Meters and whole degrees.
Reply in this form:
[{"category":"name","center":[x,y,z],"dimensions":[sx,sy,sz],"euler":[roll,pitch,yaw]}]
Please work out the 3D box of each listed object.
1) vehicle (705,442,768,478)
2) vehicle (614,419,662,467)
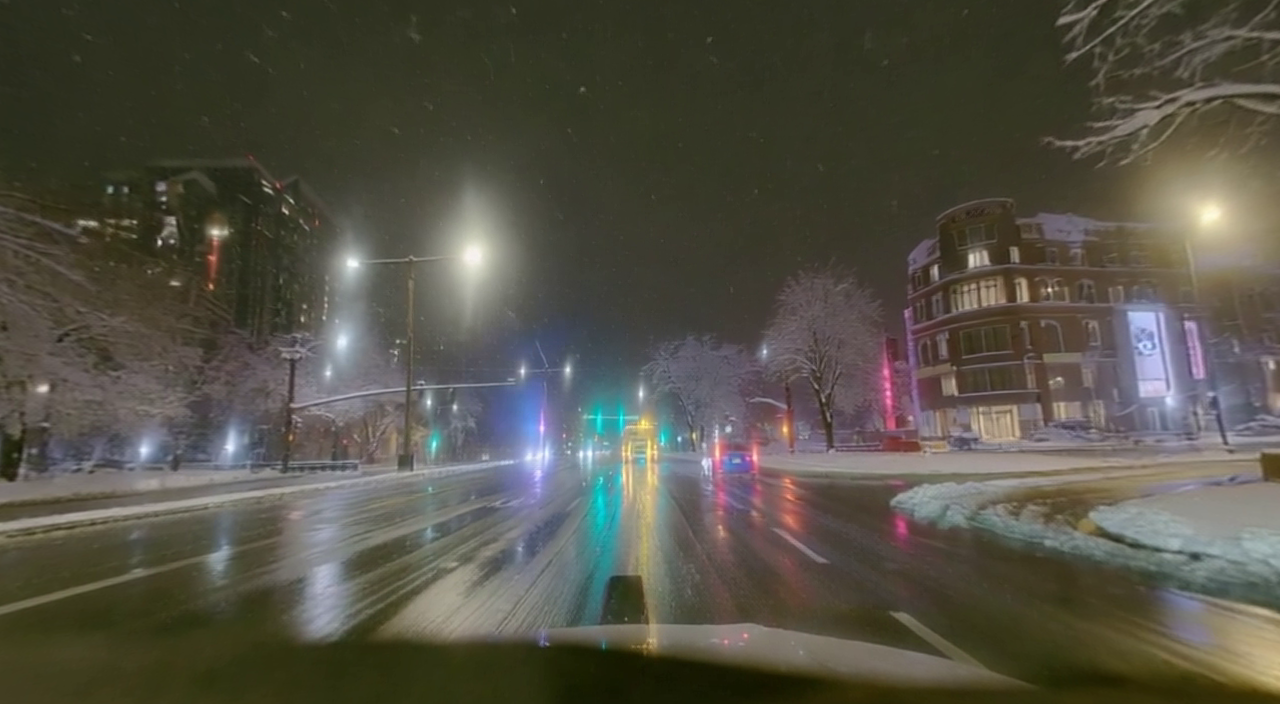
[{"category":"vehicle","center":[4.182,4.745,28.055],"dimensions":[2.005,1.442,4.675],"euler":[0,-8,-1]},{"category":"vehicle","center":[-0.133,5.888,40.852],"dimensions":[2.833,2.879,6.572],"euler":[0,-8,0]}]
